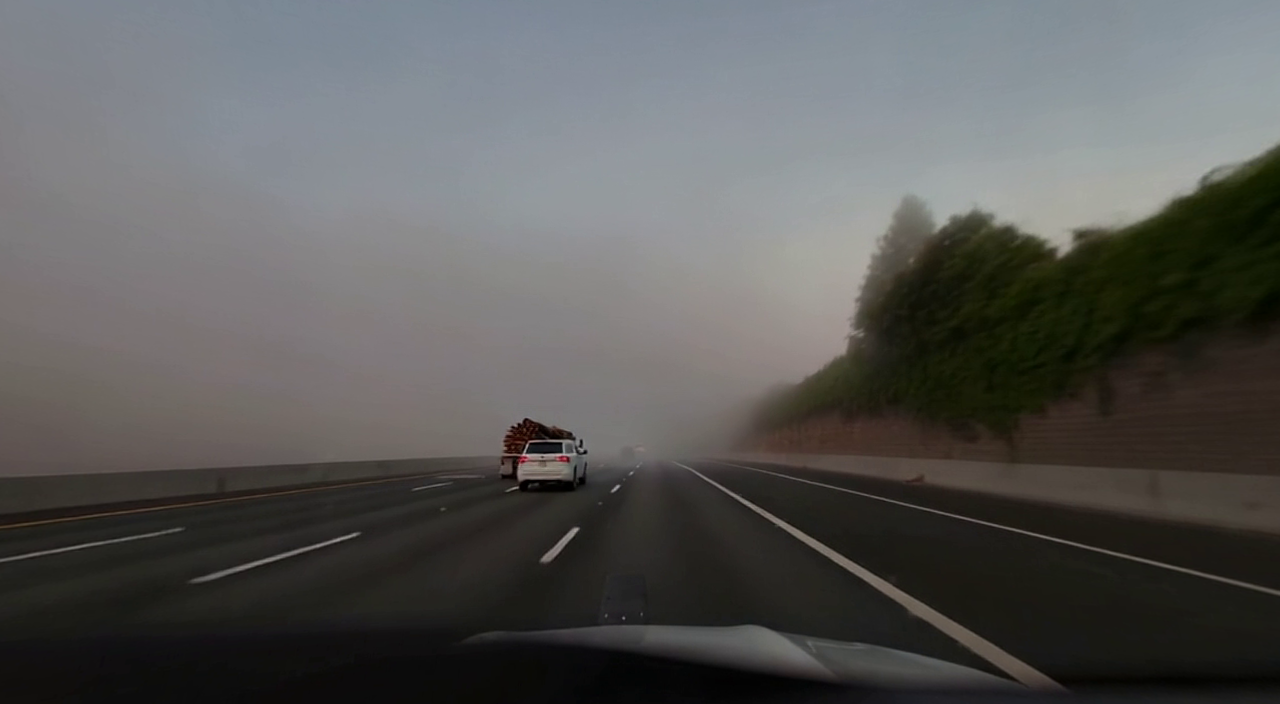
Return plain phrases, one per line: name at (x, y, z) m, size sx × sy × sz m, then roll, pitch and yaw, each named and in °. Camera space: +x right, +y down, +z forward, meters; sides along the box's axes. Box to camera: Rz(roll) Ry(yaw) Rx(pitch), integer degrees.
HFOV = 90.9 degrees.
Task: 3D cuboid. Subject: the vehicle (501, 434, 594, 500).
vehicle at (-2.710, 3.496, 19.643) m, size 2.114 × 1.787 × 4.365 m, roll 0°, pitch -8°, yaw 2°
